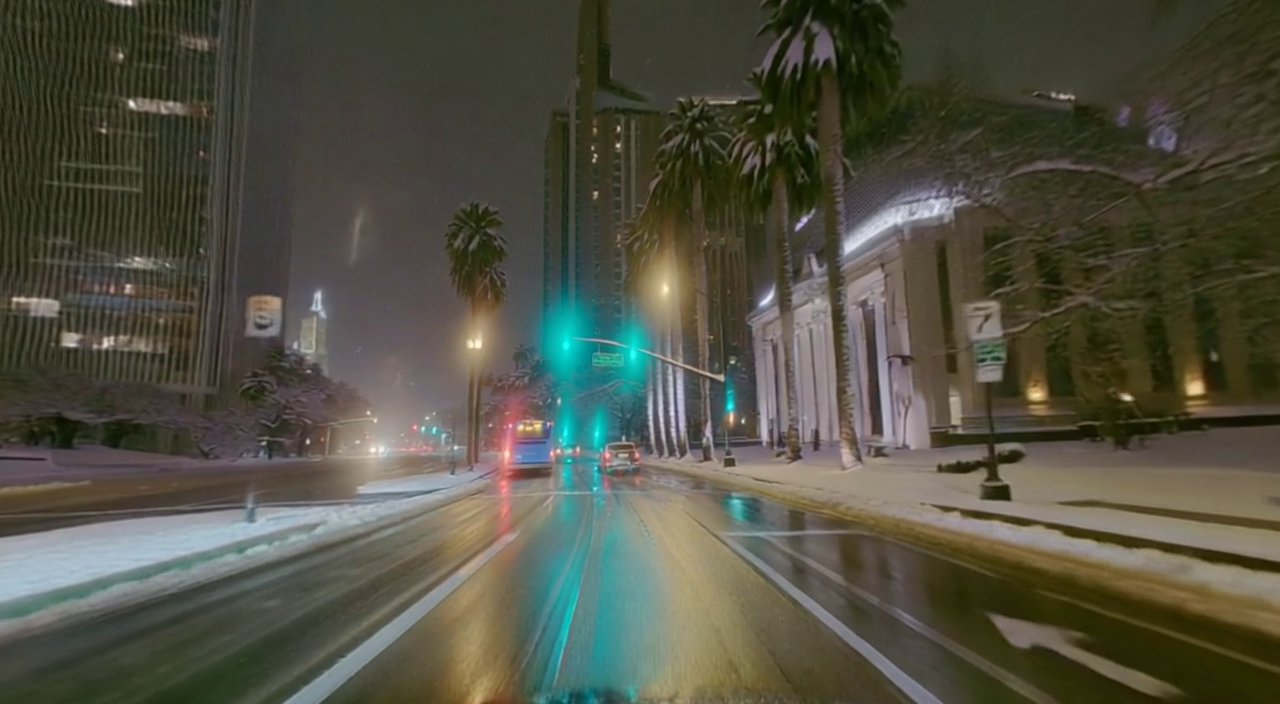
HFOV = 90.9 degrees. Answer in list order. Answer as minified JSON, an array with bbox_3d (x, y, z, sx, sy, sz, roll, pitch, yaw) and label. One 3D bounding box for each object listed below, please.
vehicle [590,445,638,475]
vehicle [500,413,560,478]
[{"bbox_3d":[-1.434,5.624,33.142,2.107,1.481,4.097,1,-8,-8],"label":"vehicle"},{"bbox_3d":[-5.715,5.017,33.991,2.678,3.042,8.474,1,-8,-7],"label":"vehicle"}]
